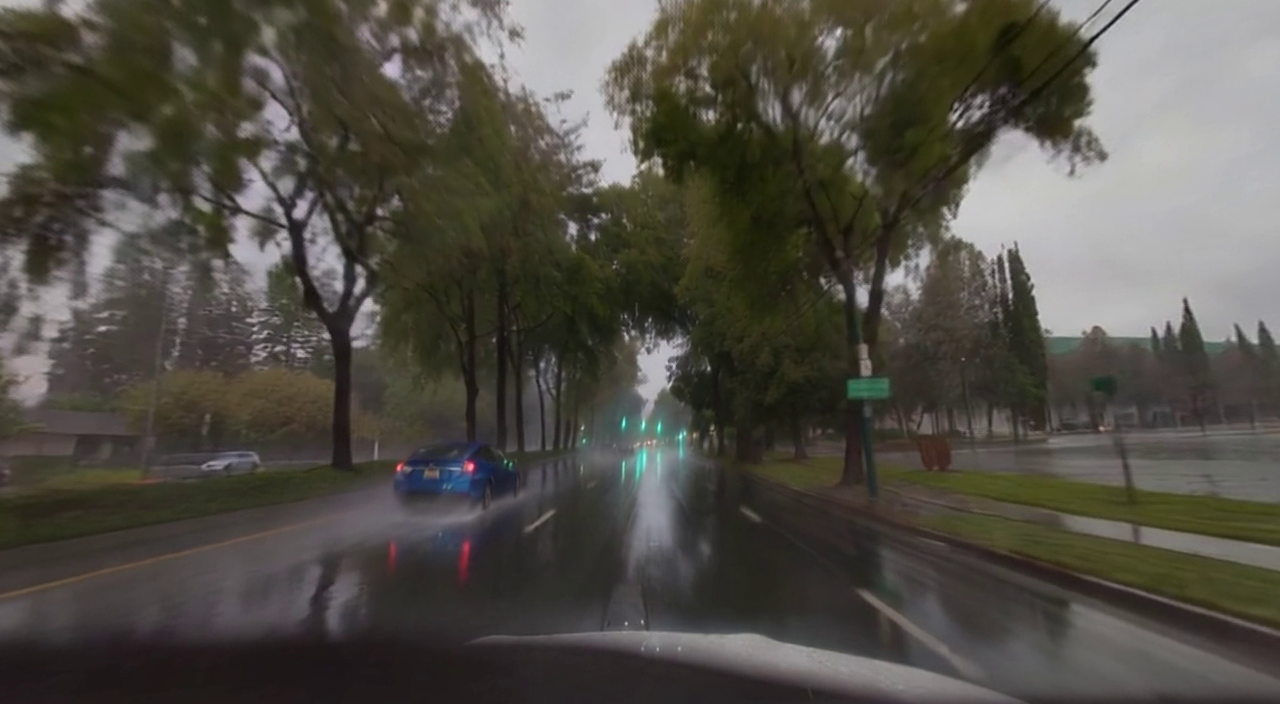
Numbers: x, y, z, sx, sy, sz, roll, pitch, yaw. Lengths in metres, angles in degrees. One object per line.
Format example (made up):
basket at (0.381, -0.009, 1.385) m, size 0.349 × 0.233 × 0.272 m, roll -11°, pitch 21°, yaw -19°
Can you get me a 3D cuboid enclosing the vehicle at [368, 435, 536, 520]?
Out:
vehicle at (-3.634, 2.516, 13.205) m, size 2.033 × 1.454 × 4.512 m, roll 0°, pitch -8°, yaw 1°
